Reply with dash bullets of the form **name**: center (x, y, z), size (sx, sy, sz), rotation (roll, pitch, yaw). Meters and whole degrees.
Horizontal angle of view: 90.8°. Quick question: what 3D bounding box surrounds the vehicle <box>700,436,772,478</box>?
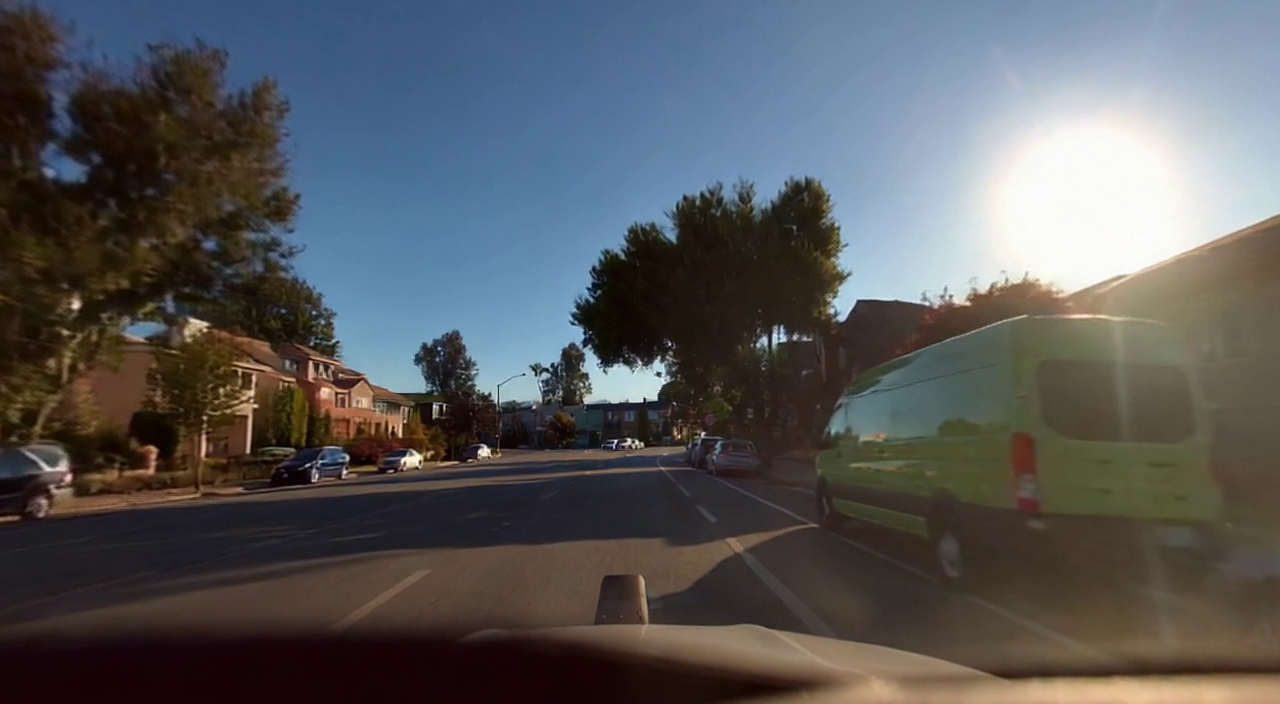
- **vehicle**: center (3.643, 4.074, 24.747), size (1.956, 1.468, 4.524), rotation (0, -8, -2)

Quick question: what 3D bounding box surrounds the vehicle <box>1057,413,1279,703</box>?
- **vehicle**: center (3.872, 0.870, 1.871), size (1.994, 1.450, 4.662), rotation (0, -8, -2)

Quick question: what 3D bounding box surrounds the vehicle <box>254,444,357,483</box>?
- **vehicle**: center (-14.448, 4.792, 27.671), size (1.923, 1.535, 4.862), rotation (0, -8, -1)

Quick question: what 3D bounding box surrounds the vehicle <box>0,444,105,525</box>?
- **vehicle**: center (-14.128, 2.689, 12.766), size (2.045, 1.636, 5.214), rotation (0, -8, 1)

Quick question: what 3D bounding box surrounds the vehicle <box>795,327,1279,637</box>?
- **vehicle**: center (3.741, 1.287, 7.221), size (2.521, 2.168, 5.478), rotation (0, -8, 0)
